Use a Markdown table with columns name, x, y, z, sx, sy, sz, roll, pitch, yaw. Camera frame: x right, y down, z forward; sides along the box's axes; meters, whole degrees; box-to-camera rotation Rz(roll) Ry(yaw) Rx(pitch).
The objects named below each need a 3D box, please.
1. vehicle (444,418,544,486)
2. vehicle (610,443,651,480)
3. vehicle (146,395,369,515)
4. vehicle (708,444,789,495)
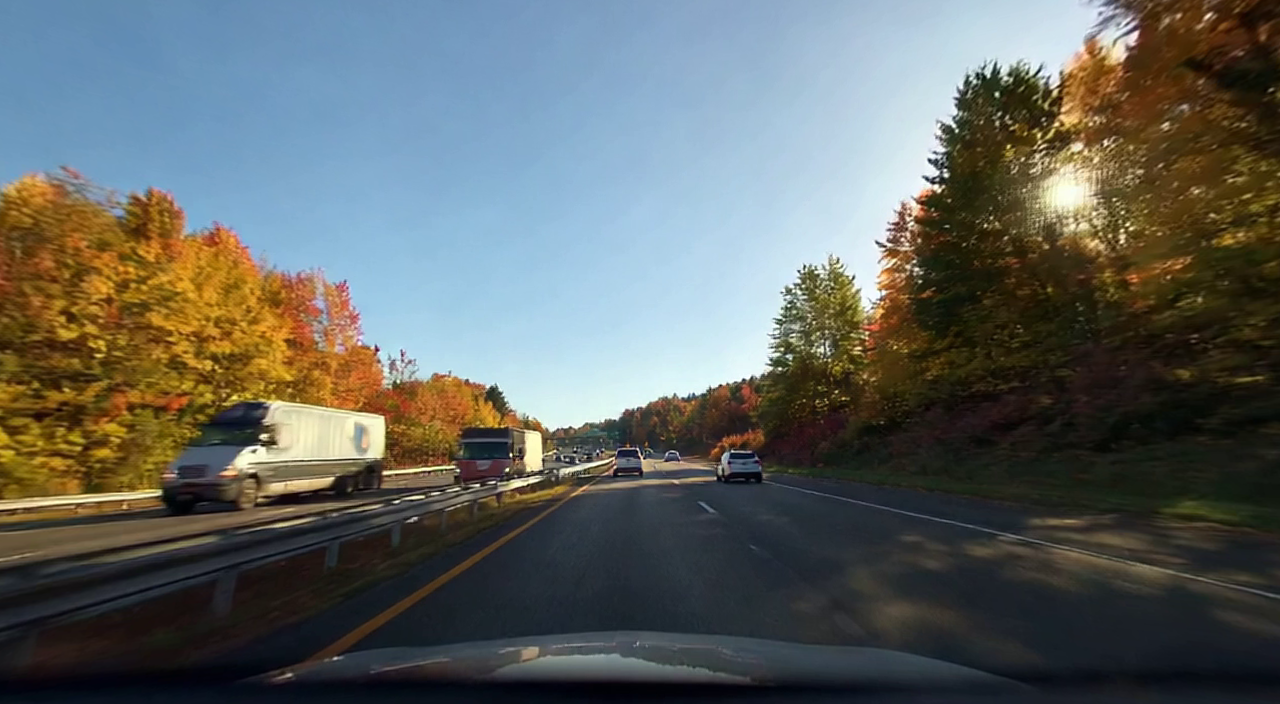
| name | x | y | z | sx | sy | sz | roll | pitch | yaw |
| --- | --- | --- | --- | --- | --- | --- | --- | --- | --- |
| vehicle | -9.206 | 6.687 | 42.390 | 2.893 | 3.609 | 16.653 | 0 | -9 | 0 |
| vehicle | -0.469 | 5.569 | 32.139 | 1.937 | 1.699 | 3.936 | 0 | -9 | 0 |
| vehicle | -13.577 | 3.786 | 23.597 | 2.794 | 3.610 | 8.879 | 0 | -9 | -1 |
| vehicle | 3.531 | 3.889 | 21.172 | 1.843 | 1.505 | 4.339 | 0 | -9 | -1 |
